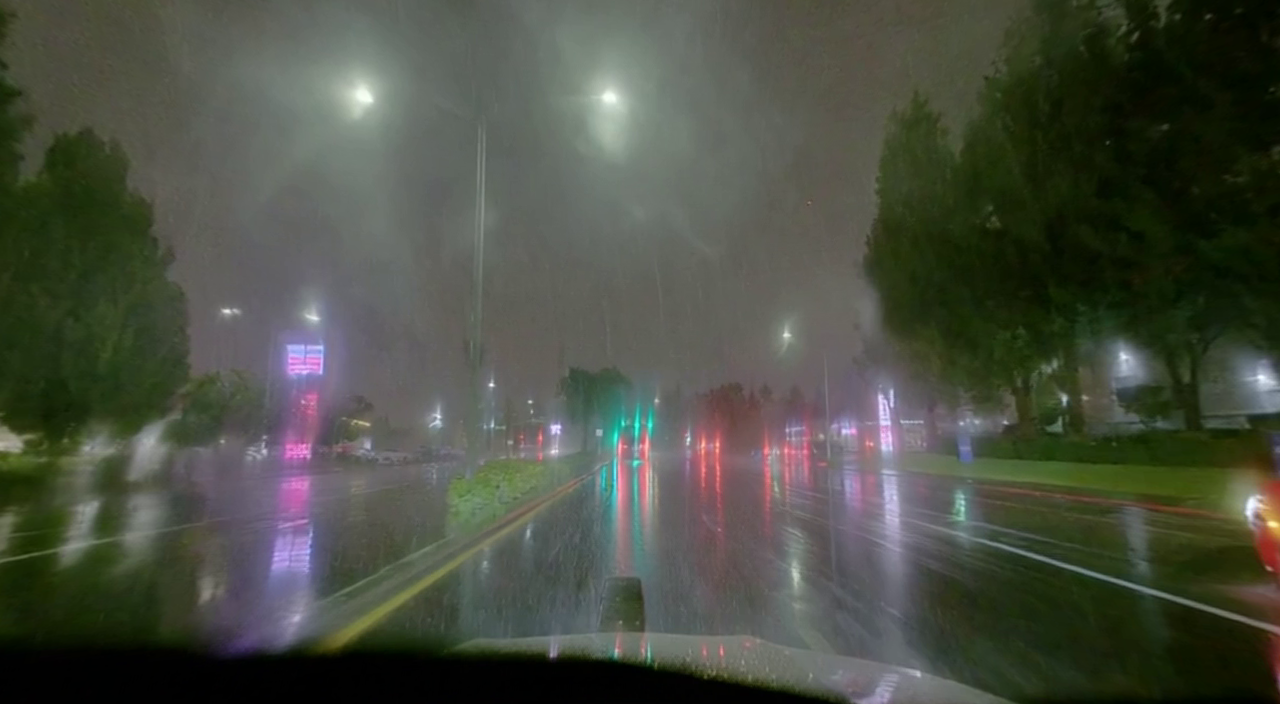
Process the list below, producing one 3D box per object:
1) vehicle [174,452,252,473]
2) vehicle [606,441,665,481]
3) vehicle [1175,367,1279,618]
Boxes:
[{"bbox_3d":[-33.072,8.544,48.965,4.686,1.478,1.801,7,-11,-41],"label":"vehicle"},{"bbox_3d":[-0.204,4.350,25.531,2.185,1.473,3.925,0,-8,-1],"label":"vehicle"},{"bbox_3d":[5.874,0.759,2.767,2.066,1.865,5.636,0,-8,-1],"label":"vehicle"}]
